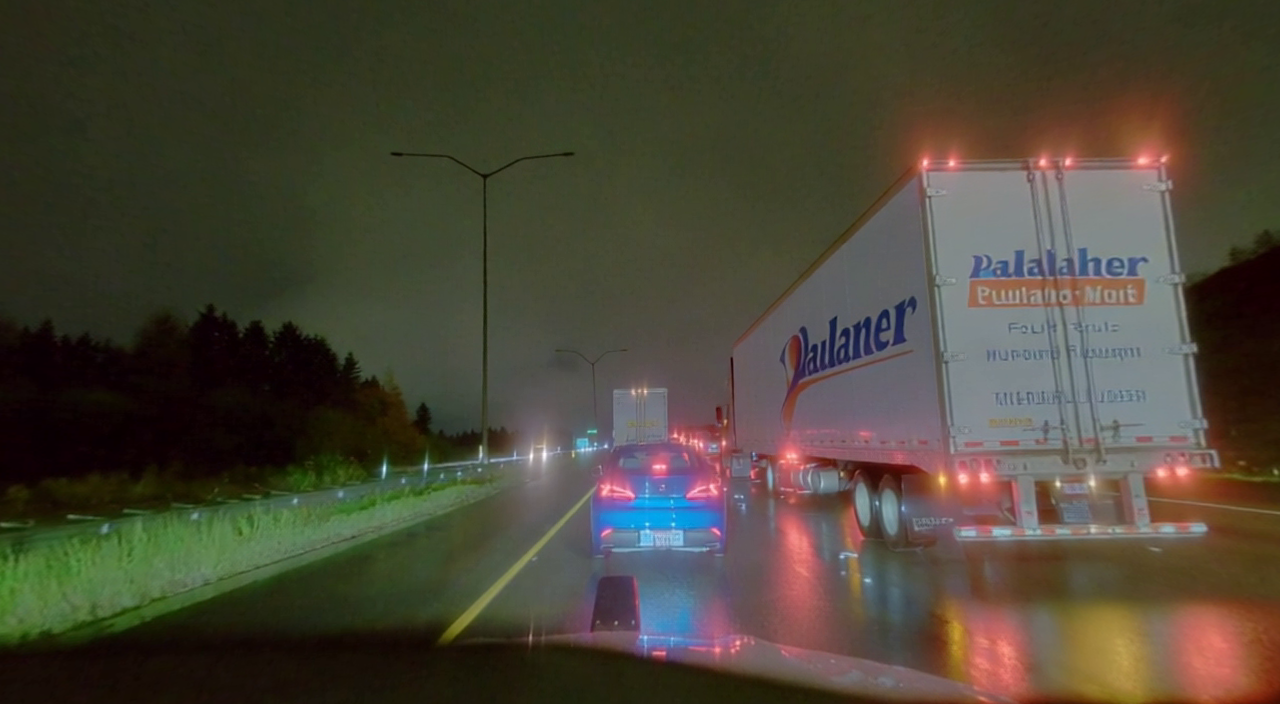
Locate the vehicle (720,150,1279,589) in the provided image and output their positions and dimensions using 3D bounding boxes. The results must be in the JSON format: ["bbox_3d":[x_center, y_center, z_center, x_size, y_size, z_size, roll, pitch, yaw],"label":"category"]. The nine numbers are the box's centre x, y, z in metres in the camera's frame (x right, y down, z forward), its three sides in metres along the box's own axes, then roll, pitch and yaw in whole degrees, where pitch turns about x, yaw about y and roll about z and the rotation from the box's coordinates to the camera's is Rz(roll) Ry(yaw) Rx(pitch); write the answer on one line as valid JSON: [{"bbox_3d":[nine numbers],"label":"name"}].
[{"bbox_3d":[4.183,1.053,12.926,2.827,4.081,14.305,0,-8,-1],"label":"vehicle"}]

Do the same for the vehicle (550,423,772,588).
[{"bbox_3d":[0.179,1.676,7.685,2.045,1.490,3.597,-1,-8,0],"label":"vehicle"}]

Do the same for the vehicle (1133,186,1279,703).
[{"bbox_3d":[4.729,0.119,0.616,2.892,2.615,6.650,0,-8,-2],"label":"vehicle"}]
